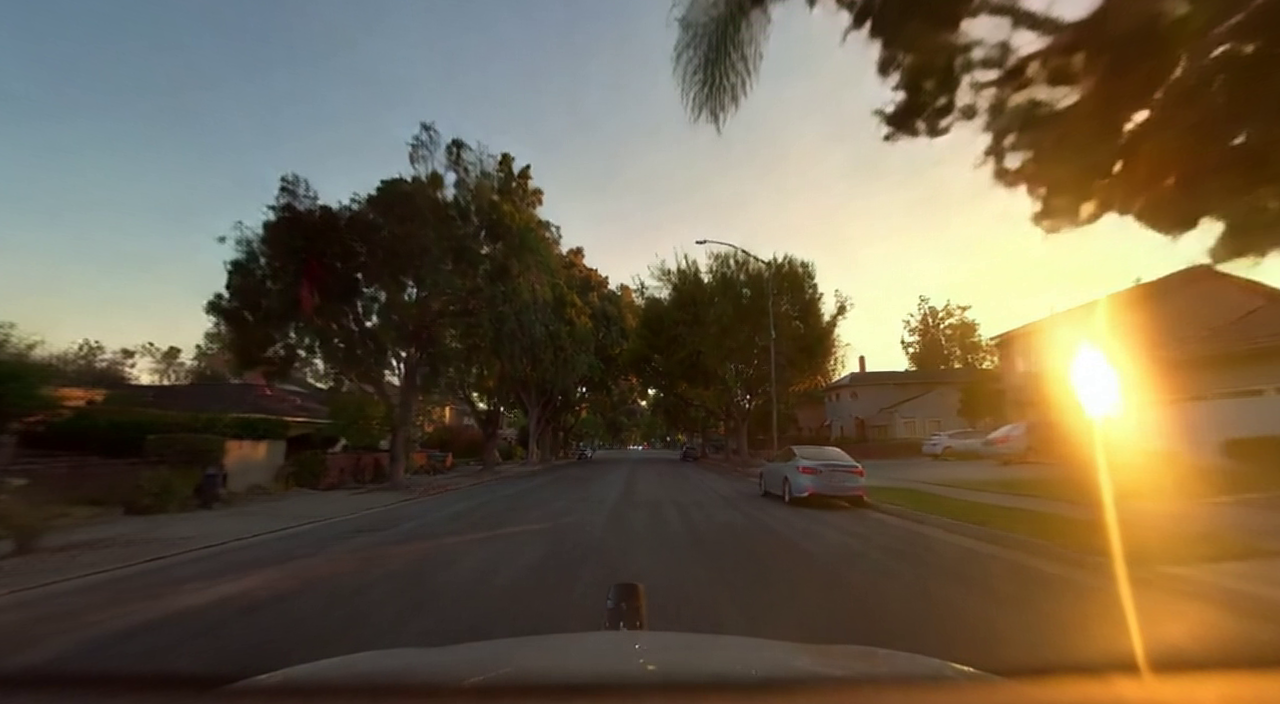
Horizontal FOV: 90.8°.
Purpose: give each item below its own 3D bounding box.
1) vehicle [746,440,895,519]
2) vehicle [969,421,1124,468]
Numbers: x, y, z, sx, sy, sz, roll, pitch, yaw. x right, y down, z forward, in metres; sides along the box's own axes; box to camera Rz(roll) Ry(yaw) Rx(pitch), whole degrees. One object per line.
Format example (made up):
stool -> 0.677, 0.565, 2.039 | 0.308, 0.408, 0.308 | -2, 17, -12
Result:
vehicle -> 3.826, 2.764, 14.278 | 2.013, 1.473, 4.329 | 0, -8, -1
vehicle -> 15.400, 3.533, 24.116 | 4.505, 1.667, 2.018 | 0, -8, -2
